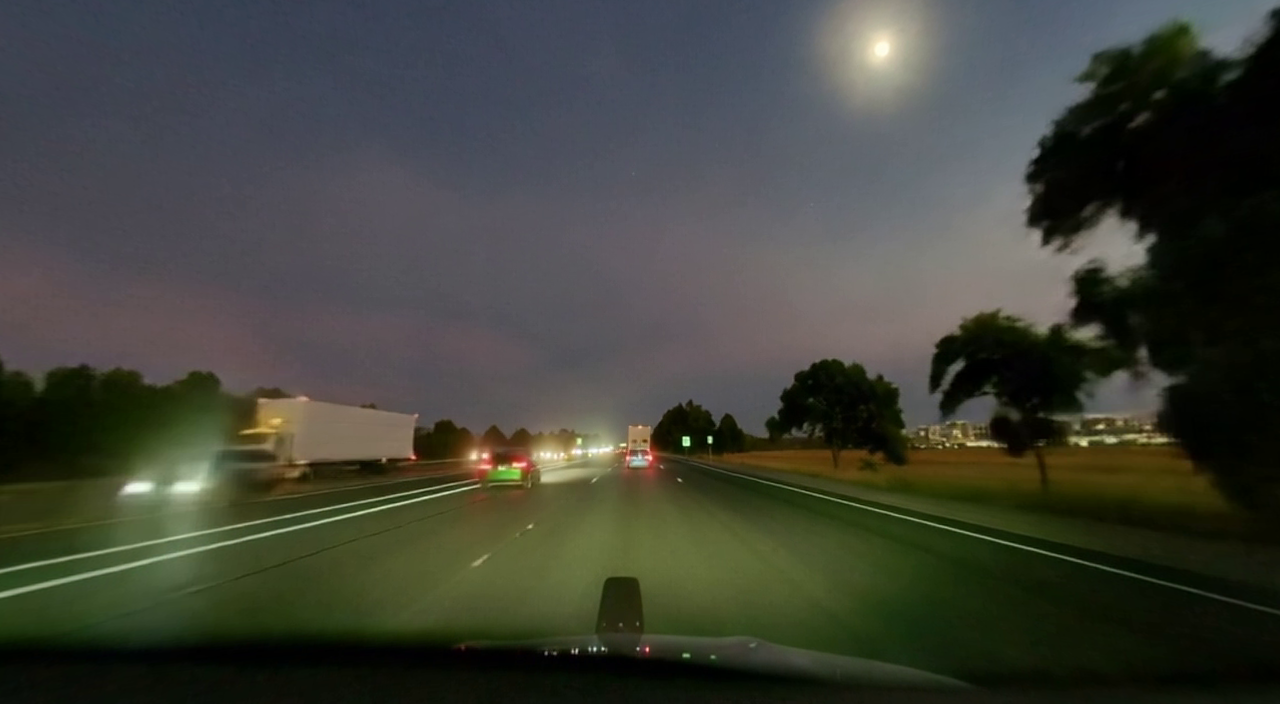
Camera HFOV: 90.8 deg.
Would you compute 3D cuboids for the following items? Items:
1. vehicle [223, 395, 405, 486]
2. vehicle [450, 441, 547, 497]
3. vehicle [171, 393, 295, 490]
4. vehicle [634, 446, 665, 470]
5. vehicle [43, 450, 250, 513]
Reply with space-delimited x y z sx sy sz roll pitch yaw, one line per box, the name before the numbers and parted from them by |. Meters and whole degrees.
vehicle | -17.228 5.065 35.343 2.889 4.027 13.945 0 -9 -1
vehicle | -4.330 3.654 19.998 2.172 1.548 3.953 0 -9 0
vehicle | -17.150 3.789 26.826 3.087 3.865 2.819 0 -9 -1
vehicle | 0.612 7.343 43.775 1.992 1.593 3.937 0 -9 -1
vehicle | -12.775 3.342 16.821 1.865 1.431 4.524 0 -9 0
